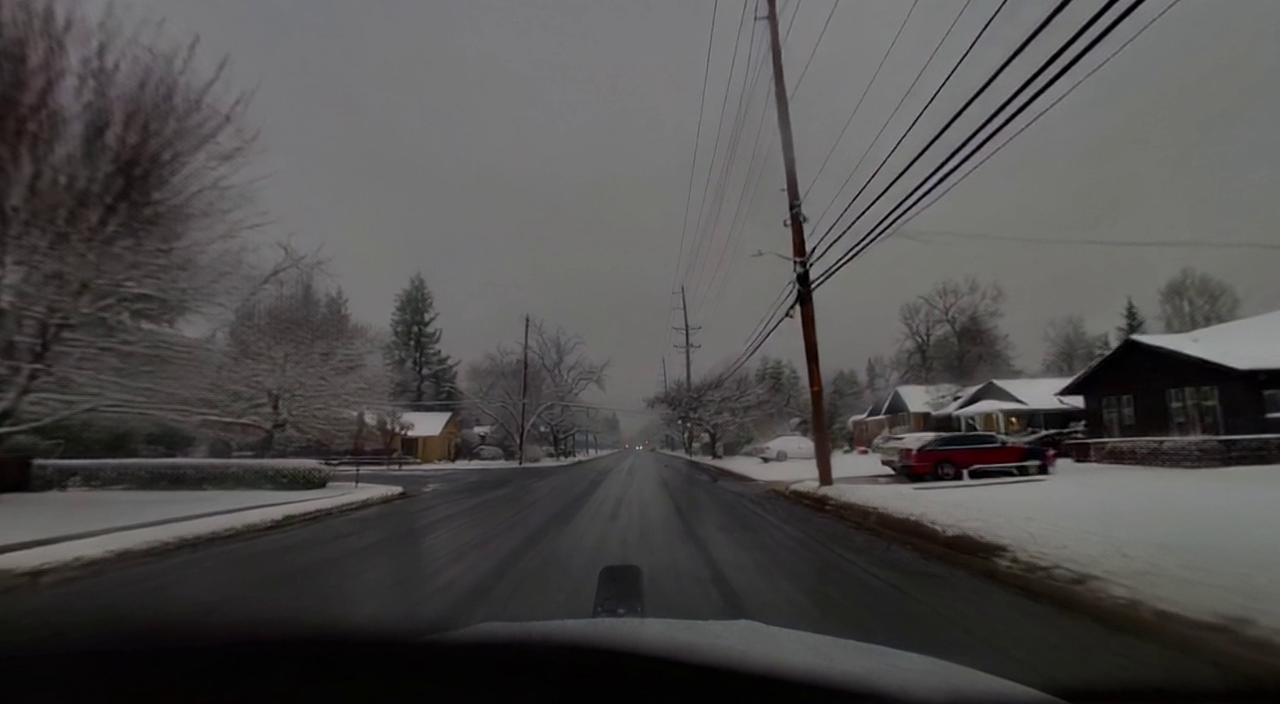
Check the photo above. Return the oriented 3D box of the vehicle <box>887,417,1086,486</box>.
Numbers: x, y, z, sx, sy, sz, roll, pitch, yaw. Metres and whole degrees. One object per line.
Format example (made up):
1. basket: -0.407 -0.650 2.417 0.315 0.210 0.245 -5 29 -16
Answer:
1. vehicle: 10.234 2.981 19.011 4.686 1.786 2.019 -3 -8 5

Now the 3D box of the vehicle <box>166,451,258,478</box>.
1. vehicle: -27.102 7.132 40.119 4.360 1.582 1.920 0 -8 -2

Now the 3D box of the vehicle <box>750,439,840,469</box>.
1. vehicle: 9.330 6.155 38.273 4.846 1.577 2.146 -2 -8 0
